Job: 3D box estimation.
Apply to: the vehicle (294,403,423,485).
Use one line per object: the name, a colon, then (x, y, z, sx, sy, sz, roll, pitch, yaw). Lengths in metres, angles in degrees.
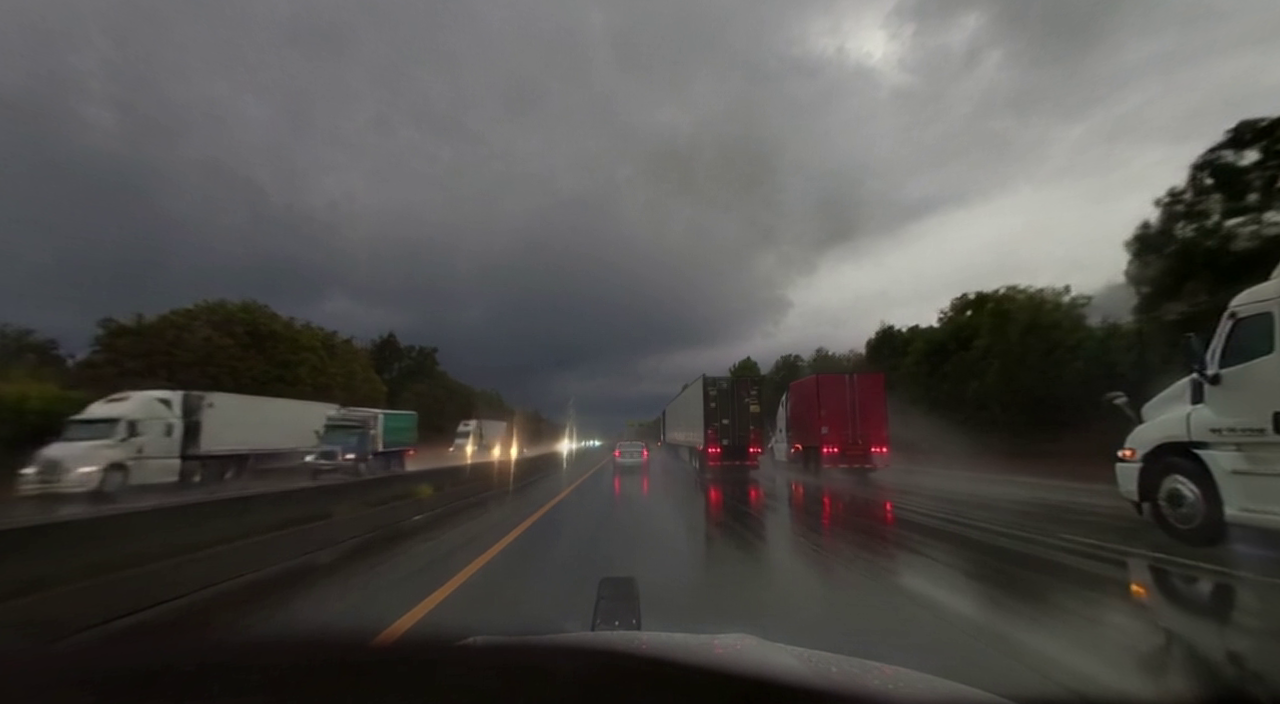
vehicle: (-12.963, 4.310, 29.944, 2.641, 3.353, 7.768, 0, -8, -1)

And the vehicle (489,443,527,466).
vehicle: (-9.233, 7.197, 44.471, 1.867, 1.465, 4.420, 0, -8, -2)

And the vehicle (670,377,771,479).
vehicle: (3.593, 3.996, 32.711, 2.888, 4.099, 14.183, 0, -8, -2)

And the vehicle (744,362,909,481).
vehicle: (7.651, 3.313, 28.975, 2.876, 4.111, 14.145, 0, -8, -2)

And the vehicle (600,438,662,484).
vehicle: (-0.321, 3.833, 22.639, 2.038, 1.477, 3.773, 0, -8, -1)

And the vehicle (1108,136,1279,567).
vehicle: (7.989, -0.187, 5.050, 2.979, 4.312, 6.722, 0, -8, -1)

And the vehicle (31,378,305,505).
vehicle: (-16.806, 3.335, 23.898, 3.053, 3.812, 9.596, 0, -8, -1)
